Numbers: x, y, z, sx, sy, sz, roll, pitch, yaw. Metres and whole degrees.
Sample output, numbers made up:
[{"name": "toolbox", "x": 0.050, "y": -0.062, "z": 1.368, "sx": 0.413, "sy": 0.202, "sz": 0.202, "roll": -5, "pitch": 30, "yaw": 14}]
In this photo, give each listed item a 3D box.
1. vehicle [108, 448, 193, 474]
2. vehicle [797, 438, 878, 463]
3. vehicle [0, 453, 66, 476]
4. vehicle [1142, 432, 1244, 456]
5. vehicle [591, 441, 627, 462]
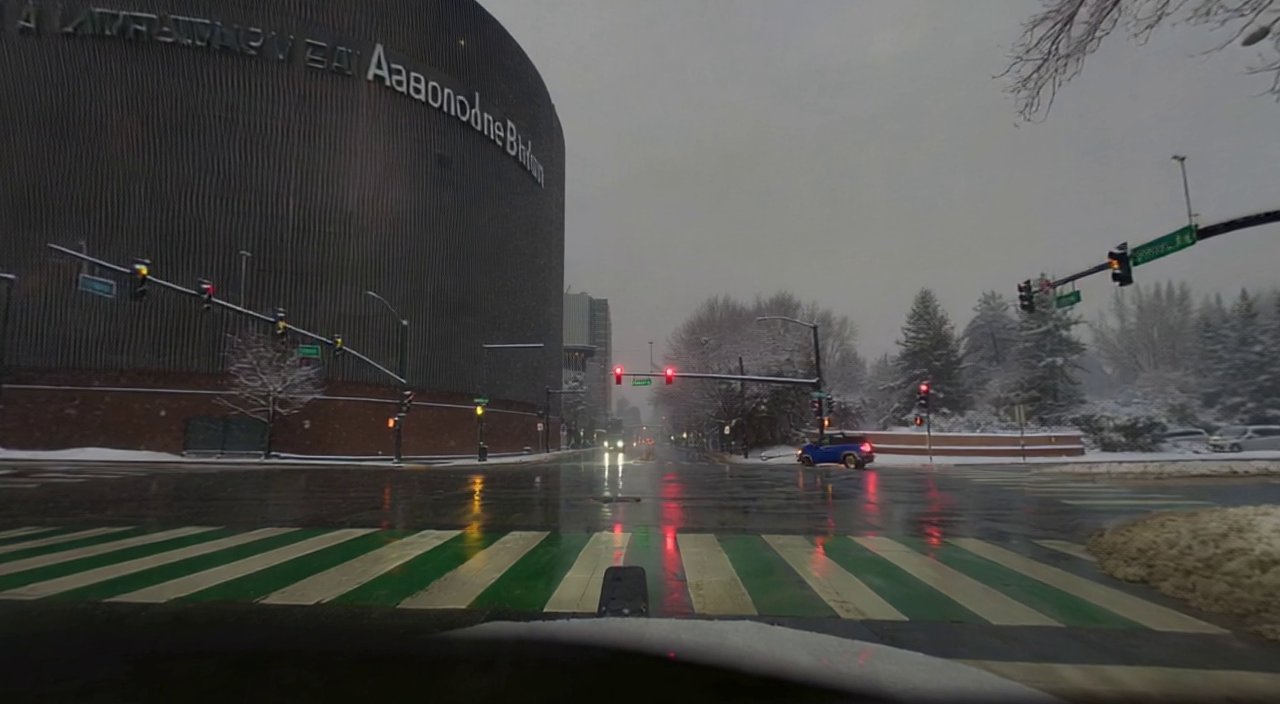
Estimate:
[{"name": "vehicle", "x": -33.115, "y": 7.389, "z": 42.722, "sx": 4.136, "sy": 1.661, "sz": 1.857, "roll": 0, "pitch": -8, "yaw": 1}, {"name": "vehicle", "x": 12.270, "y": 6.147, "z": 39.432, "sx": 4.529, "sy": 1.457, "sz": 1.981, "roll": -1, "pitch": -9, "yaw": 9}, {"name": "vehicle", "x": -41.685, "y": 7.614, "z": 42.720, "sx": 3.698, "sy": 1.467, "sz": 1.779, "roll": 0, "pitch": -8, "yaw": 1}, {"name": "vehicle", "x": 36.122, "y": 6.026, "z": 41.227, "sx": 4.767, "sy": 1.456, "sz": 1.858, "roll": 0, "pitch": -8, "yaw": 2}, {"name": "vehicle", "x": -2.265, "y": 7.493, "z": 47.585, "sx": 2.280, "sy": 1.454, "sz": 4.836, "roll": 0, "pitch": -8, "yaw": 2}]
